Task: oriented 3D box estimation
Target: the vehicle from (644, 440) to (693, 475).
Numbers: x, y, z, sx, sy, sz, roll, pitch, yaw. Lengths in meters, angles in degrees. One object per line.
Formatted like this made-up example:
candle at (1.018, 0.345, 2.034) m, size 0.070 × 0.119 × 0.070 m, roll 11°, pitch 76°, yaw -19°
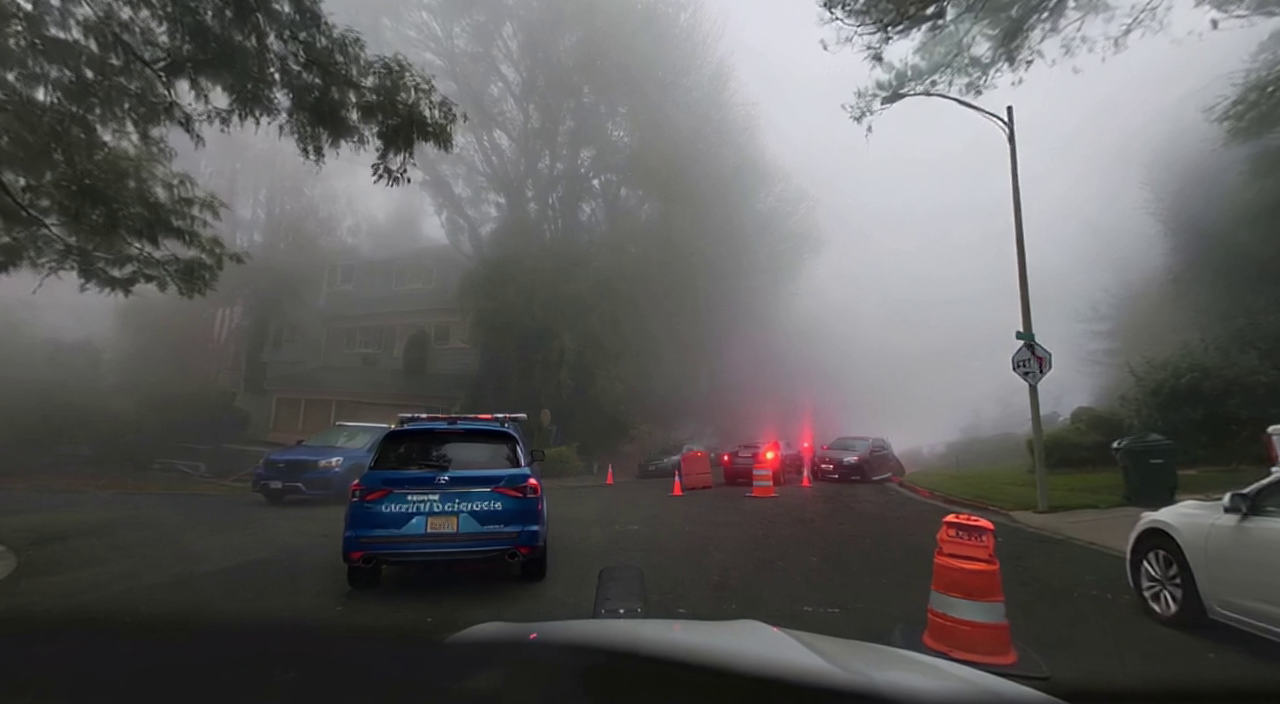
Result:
vehicle at (1.628, 5.659, 34.176) m, size 2.014 × 1.742 × 4.297 m, roll -2°, pitch -9°, yaw 11°

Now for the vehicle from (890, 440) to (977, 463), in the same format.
vehicle at (20.399, 6.932, 44.070) m, size 5.066 × 1.534 × 1.905 m, roll -1°, pitch -9°, yaw 7°

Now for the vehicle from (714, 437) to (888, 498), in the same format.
vehicle at (4.825, 3.391, 19.062) m, size 4.656 × 1.577 × 2.099 m, roll 2°, pitch -8°, yaw -21°

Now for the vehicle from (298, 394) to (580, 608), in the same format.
vehicle at (-2.399, 1.566, 7.579) m, size 2.350 × 1.748 × 4.094 m, roll 3°, pitch -9°, yaw -20°

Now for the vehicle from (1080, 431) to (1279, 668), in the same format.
vehicle at (4.946, 1.226, 3.796) m, size 1.808 × 1.490 × 4.711 m, roll -1°, pitch -9°, yaw 9°

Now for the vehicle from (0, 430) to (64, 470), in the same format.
vehicle at (-31.213, 4.783, 30.814) m, size 1.908 × 1.898 × 4.120 m, roll -2°, pitch -9°, yaw 10°

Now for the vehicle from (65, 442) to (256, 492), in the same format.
vehicle at (-15.519, 3.682, 20.542) m, size 5.022 × 1.497 × 1.996 m, roll -2°, pitch -9°, yaw 11°
